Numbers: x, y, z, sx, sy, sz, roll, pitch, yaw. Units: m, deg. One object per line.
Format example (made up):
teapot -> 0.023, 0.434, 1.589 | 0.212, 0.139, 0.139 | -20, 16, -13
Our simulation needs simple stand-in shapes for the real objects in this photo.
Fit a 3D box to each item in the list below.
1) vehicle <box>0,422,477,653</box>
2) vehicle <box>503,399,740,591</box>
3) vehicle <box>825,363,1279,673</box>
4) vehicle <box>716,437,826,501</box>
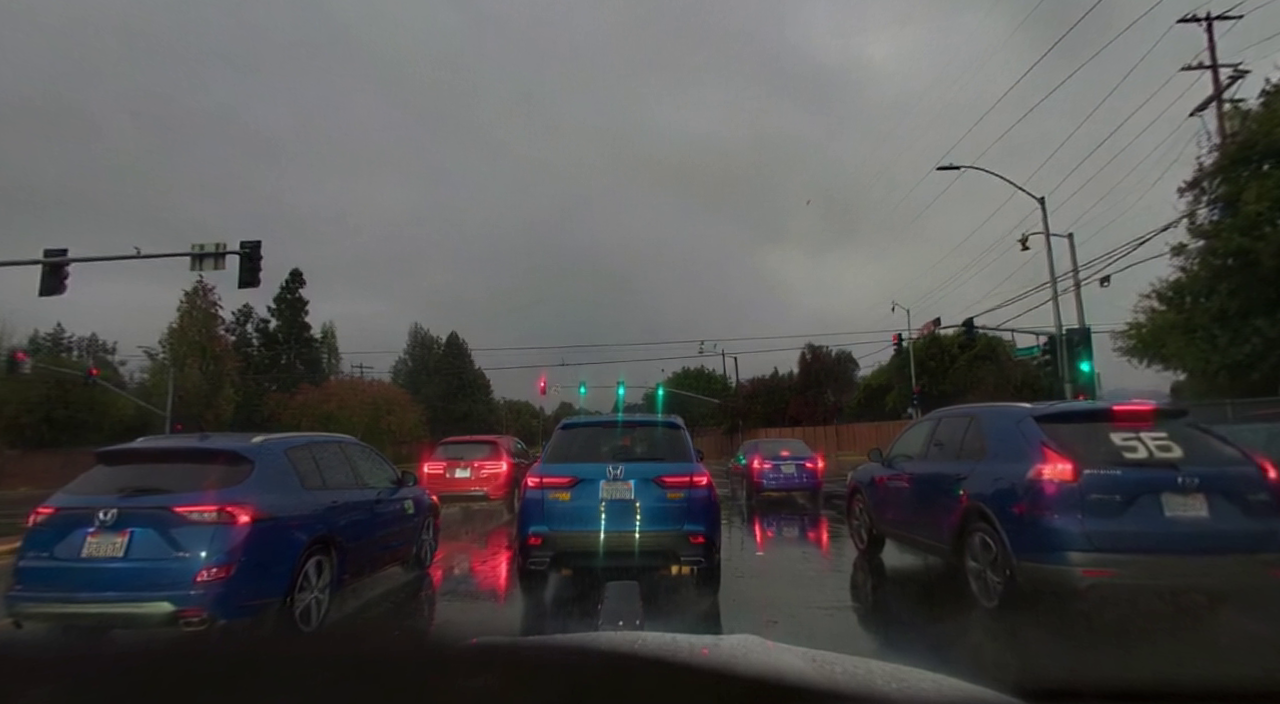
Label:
vehicle -> -3.191, 1.533, 6.358 | 1.881, 1.466, 4.484 | 0, -9, 0
vehicle -> -0.136, 1.590, 7.778 | 2.111, 1.712, 4.078 | 0, -9, 1
vehicle -> 3.518, 1.301, 6.040 | 1.999, 1.789, 4.583 | 0, -9, -1
vehicle -> 3.357, 3.086, 17.096 | 1.949, 1.479, 4.489 | 0, -9, -1
